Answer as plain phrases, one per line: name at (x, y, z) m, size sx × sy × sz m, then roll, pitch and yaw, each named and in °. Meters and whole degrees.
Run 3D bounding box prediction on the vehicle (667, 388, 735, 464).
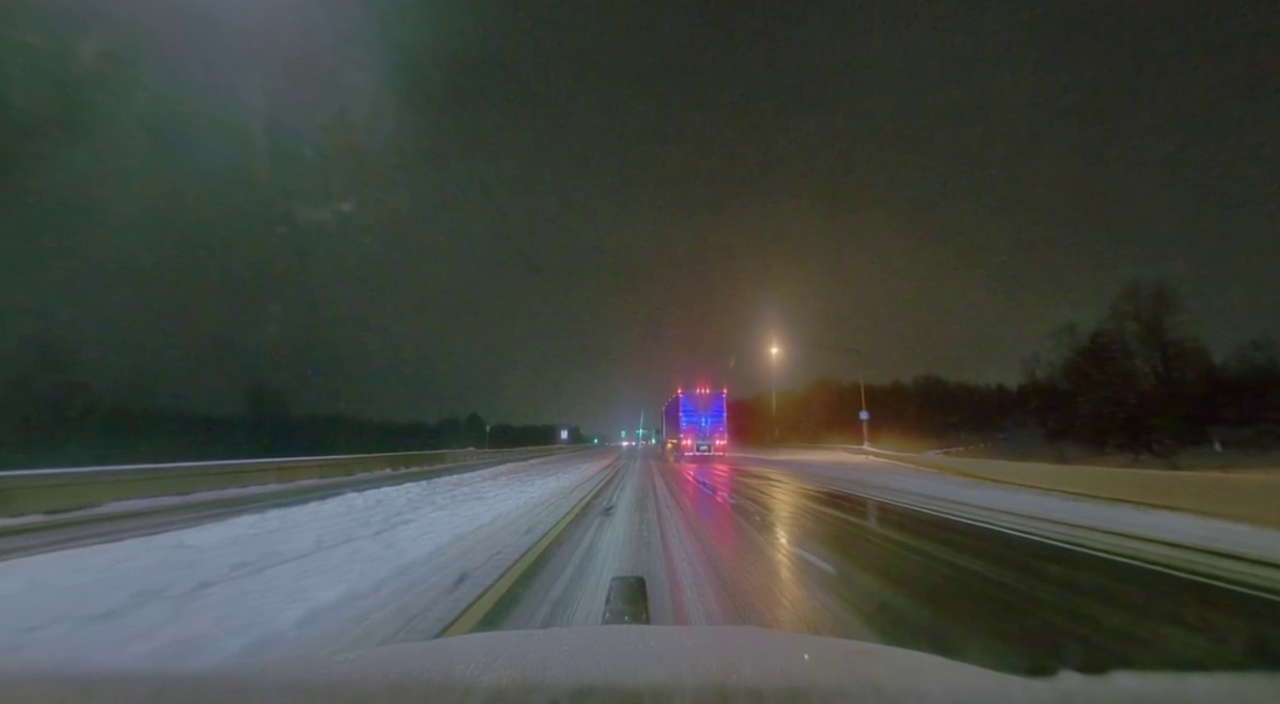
vehicle at (3.973, 5.417, 44.786) m, size 3.615 × 4.578 × 13.539 m, roll 0°, pitch -8°, yaw 1°
